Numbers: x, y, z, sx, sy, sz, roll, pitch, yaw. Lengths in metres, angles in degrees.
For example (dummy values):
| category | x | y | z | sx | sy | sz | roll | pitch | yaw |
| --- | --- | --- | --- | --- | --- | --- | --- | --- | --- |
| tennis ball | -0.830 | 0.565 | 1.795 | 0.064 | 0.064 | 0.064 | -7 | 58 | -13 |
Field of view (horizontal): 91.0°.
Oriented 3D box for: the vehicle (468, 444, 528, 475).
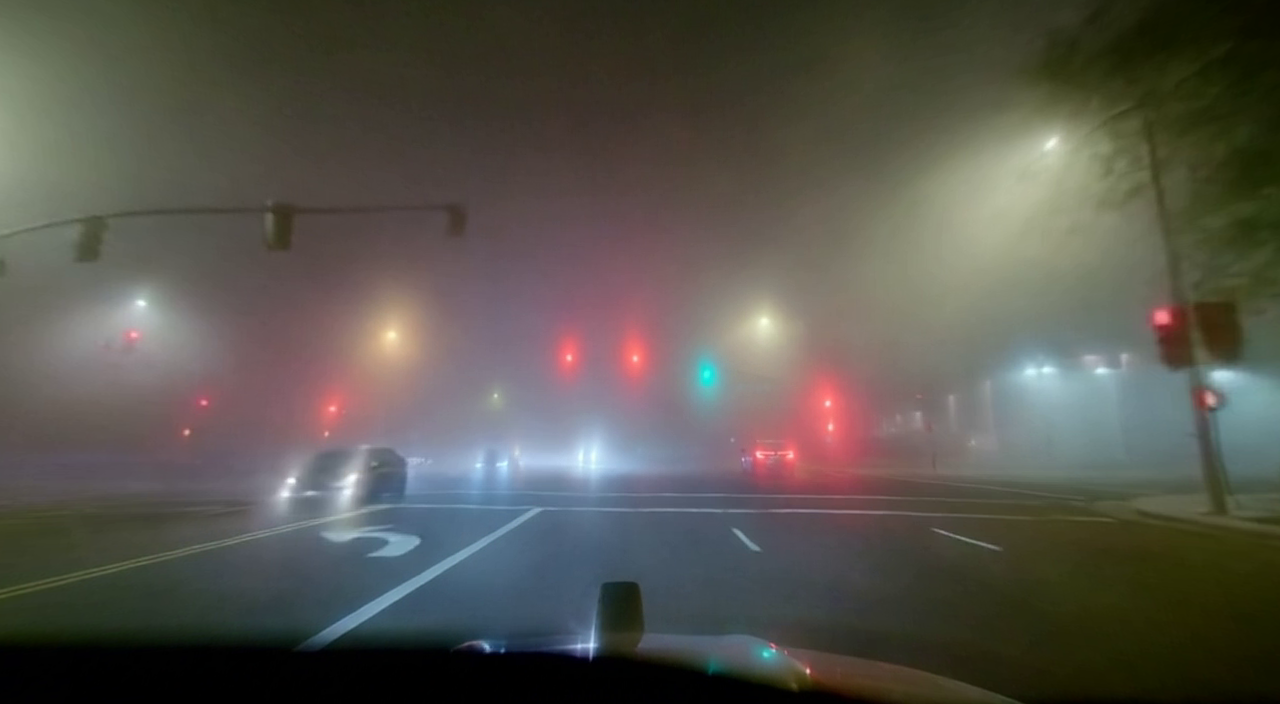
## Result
| category | x | y | z | sx | sy | sz | roll | pitch | yaw |
| --- | --- | --- | --- | --- | --- | --- | --- | --- | --- |
| vehicle | -7.442 | 5.660 | 33.437 | 1.991 | 1.506 | 4.659 | 0 | -9 | 1 |

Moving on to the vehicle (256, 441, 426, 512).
| category | x | y | z | sx | sy | sz | roll | pitch | yaw |
| --- | --- | --- | --- | --- | --- | --- | --- | --- | --- |
| vehicle | -7.265 | 3.037 | 15.944 | 1.986 | 1.481 | 4.602 | 0 | -9 | 1 |

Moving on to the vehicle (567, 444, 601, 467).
| category | x | y | z | sx | sy | sz | roll | pitch | yaw |
| --- | --- | --- | --- | --- | --- | --- | --- | --- | --- |
| vehicle | -3.986 | 7.445 | 45.442 | 2.003 | 1.539 | 4.396 | -1 | -8 | 1 |

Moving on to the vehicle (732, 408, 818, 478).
| category | x | y | z | sx | sy | sz | roll | pitch | yaw |
| --- | --- | --- | --- | --- | --- | --- | --- | --- | --- |
| vehicle | 6.801 | 4.766 | 32.877 | 2.802 | 3.208 | 7.459 | 0 | -8 | 0 |
